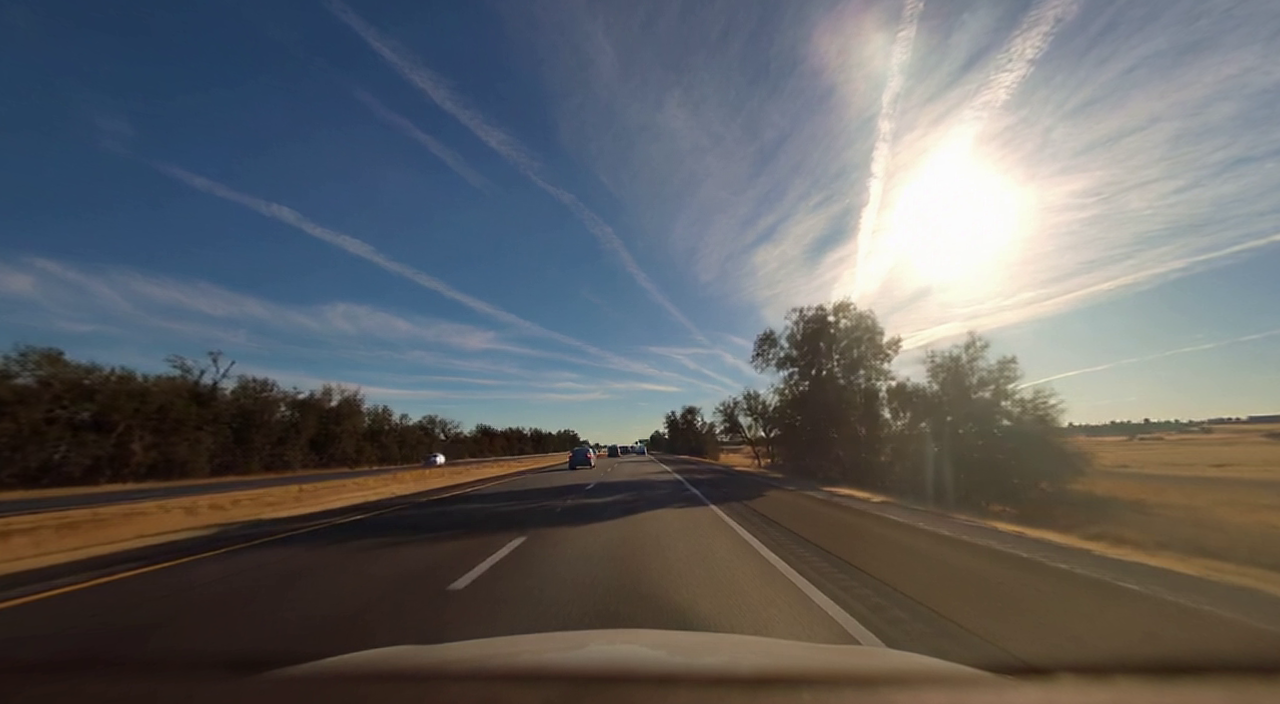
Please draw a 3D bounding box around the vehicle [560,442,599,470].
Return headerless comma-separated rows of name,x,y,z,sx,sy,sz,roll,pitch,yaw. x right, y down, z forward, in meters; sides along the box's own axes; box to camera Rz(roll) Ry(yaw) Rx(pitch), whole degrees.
vehicle,-3.975,6.937,42.184,2.132,1.701,4.303,0,-9,1
